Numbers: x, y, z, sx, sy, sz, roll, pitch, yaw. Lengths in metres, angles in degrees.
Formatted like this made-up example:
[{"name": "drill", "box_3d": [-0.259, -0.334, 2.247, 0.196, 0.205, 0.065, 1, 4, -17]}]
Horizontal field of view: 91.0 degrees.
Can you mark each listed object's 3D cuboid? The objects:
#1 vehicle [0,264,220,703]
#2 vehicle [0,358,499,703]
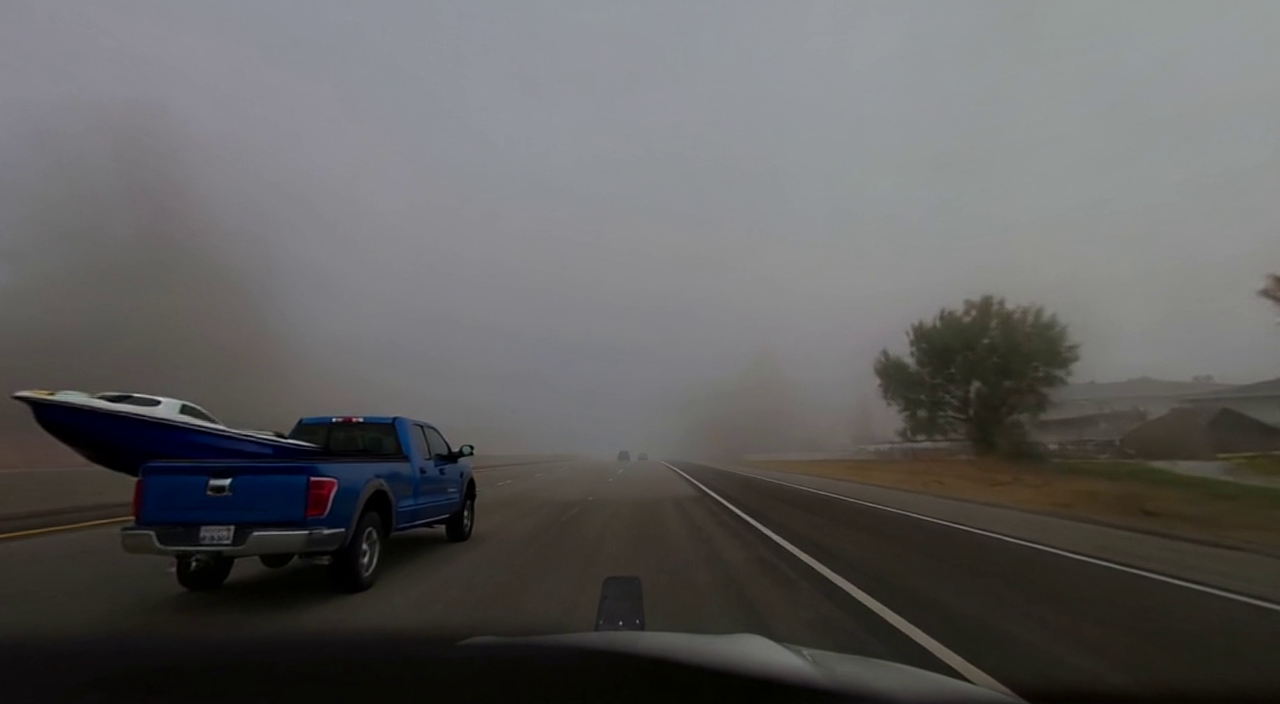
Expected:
[{"name": "vehicle", "box_3d": [-3.196, 0.401, 0.412, 1.919, 1.935, 5.609, 0, -9, 0]}, {"name": "vehicle", "box_3d": [-3.086, 1.315, 5.960, 2.202, 1.836, 5.009, 0, -9, 2]}]
